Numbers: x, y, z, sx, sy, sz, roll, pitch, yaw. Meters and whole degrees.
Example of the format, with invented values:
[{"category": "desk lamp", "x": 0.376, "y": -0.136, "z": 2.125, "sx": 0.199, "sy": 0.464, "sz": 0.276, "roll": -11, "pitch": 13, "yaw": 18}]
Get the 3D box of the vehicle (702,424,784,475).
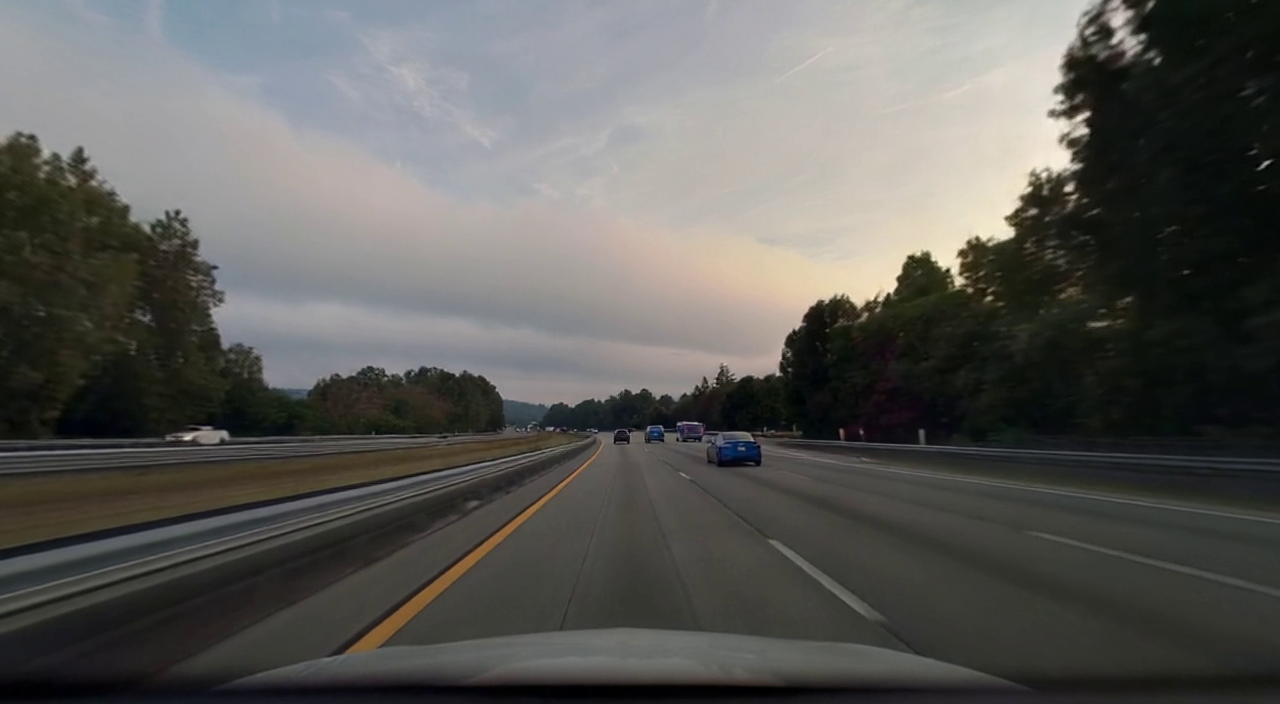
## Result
[{"category": "vehicle", "x": 3.428, "y": 3.314, "z": 21.707, "sx": 2.002, "sy": 1.569, "sz": 3.845, "roll": 0, "pitch": -8, "yaw": -2}]
